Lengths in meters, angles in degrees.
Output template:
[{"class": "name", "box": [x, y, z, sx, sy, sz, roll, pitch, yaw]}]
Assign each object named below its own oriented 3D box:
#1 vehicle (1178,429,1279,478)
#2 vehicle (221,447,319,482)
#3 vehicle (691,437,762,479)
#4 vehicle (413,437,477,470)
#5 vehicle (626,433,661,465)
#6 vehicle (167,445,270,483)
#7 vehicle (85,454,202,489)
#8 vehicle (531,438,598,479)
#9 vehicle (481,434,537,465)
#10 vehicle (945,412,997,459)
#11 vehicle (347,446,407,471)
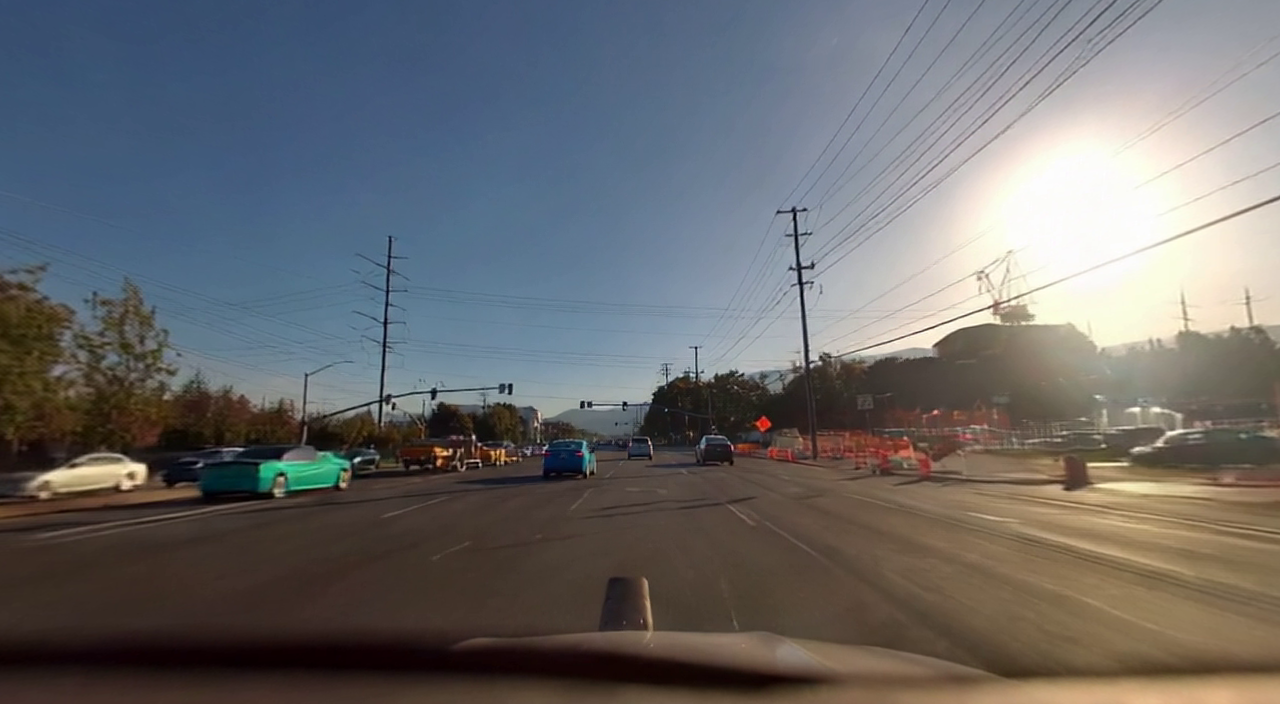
[{"class": "vehicle", "box": [20.163, 3.441, 21.657, 1.928, 1.466, 4.677, -5, -10, 33]}, {"class": "vehicle", "box": [-17.492, 5.319, 30.096, 1.813, 1.513, 4.457, 0, -8, 2]}, {"class": "vehicle", "box": [3.285, 4.142, 24.969, 2.142, 1.475, 4.565, 0, -8, 0]}, {"class": "vehicle", "box": [-9.646, 5.041, 31.426, 1.774, 1.535, 3.828, 0, -8, 3]}, {"class": "vehicle", "box": [0.222, 6.035, 39.323, 2.060, 1.845, 4.151, 0, -8, 0]}, {"class": "vehicle", "box": [-21.160, 5.625, 31.964, 1.977, 1.760, 4.569, 0, -8, 1]}, {"class": "vehicle", "box": [-24.471, 5.874, 31.352, 1.899, 1.472, 4.745, 0, -8, 0]}, {"class": "vehicle", "box": [-2.969, 4.320, 25.914, 2.087, 1.480, 4.825, 0, -8, 1]}, {"class": "vehicle", "box": [-8.926, 6.701, 43.615, 2.392, 2.012, 5.727, 0, -8, 2]}, {"class": "vehicle", "box": [25.769, 6.366, 48.829, 2.825, 3.296, 8.344, -3, -7, 32]}, {"class": "vehicle", "box": [-17.183, 6.961, 41.408, 1.911, 1.509, 4.406, 0, -8, 2]}]
